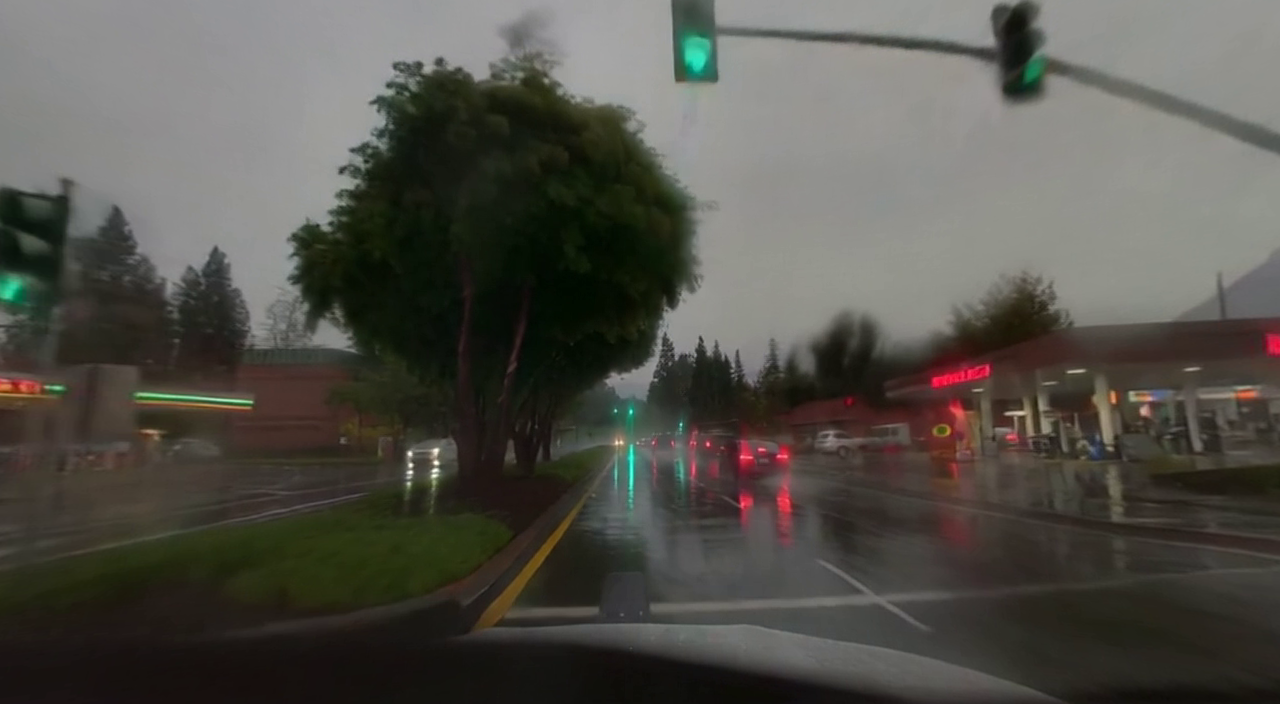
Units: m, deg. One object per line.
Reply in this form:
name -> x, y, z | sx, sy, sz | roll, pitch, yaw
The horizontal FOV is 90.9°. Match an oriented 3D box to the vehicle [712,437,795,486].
vehicle -> 3.623, 3.564, 20.875 | 1.871, 1.442, 4.122 | 0, -8, -1

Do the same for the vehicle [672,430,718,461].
vehicle -> 3.709, 6.441, 43.527 | 2.611, 1.983, 5.165 | 0, -8, -1

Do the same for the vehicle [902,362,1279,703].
vehicle -> 3.775, 1.089, 4.225 | 1.875, 1.665, 4.931 | 0, -8, 0

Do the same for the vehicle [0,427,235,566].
vehicle -> -8.317, 1.790, 8.228 | 2.842, 1.476, 4.980 | -3, -7, -1

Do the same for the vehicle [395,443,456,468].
vehicle -> -14.190, 6.843, 42.098 | 2.031, 1.539, 5.646 | 0, -8, 0
